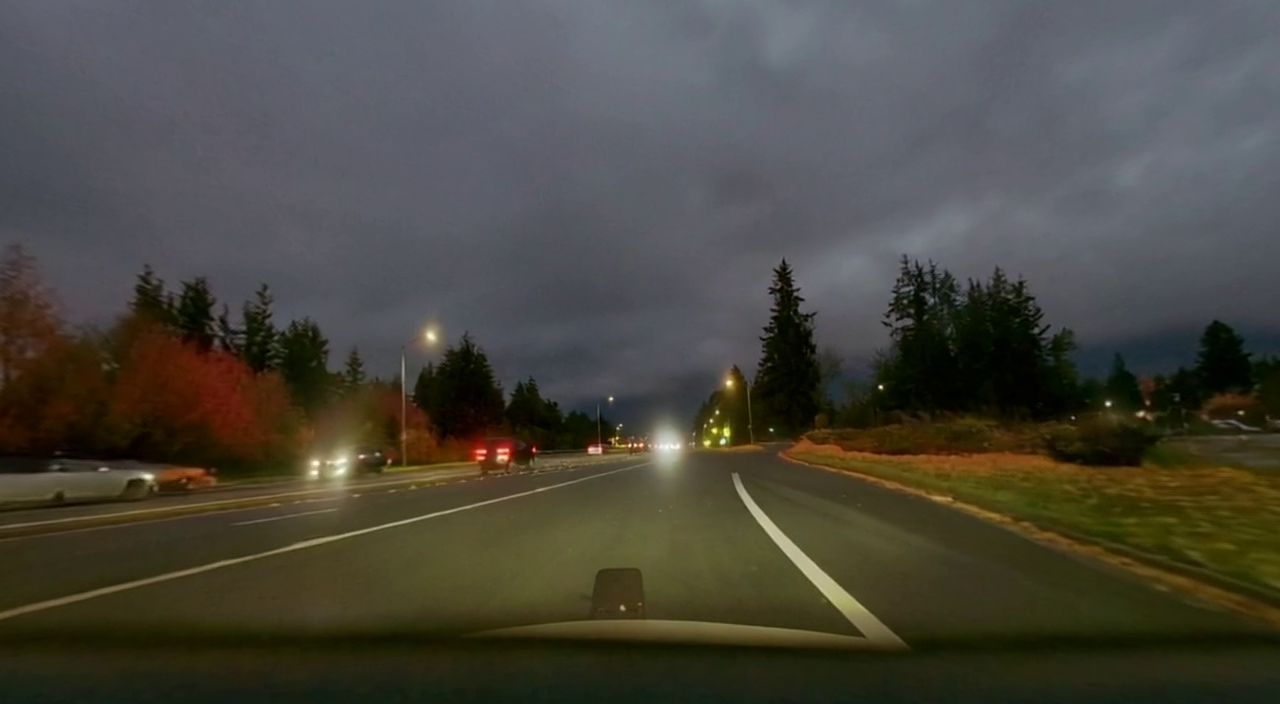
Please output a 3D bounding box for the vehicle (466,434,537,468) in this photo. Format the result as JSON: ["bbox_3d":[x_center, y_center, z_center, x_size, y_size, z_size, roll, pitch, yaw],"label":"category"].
[{"bbox_3d":[-8.752,6.294,40.338,2.368,2.012,5.021,-2,-9,14],"label":"vehicle"}]

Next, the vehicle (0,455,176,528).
[{"bbox_3d":[-14.418,3.356,15.689,1.986,1.500,4.198,-2,-9,14],"label":"vehicle"}]
